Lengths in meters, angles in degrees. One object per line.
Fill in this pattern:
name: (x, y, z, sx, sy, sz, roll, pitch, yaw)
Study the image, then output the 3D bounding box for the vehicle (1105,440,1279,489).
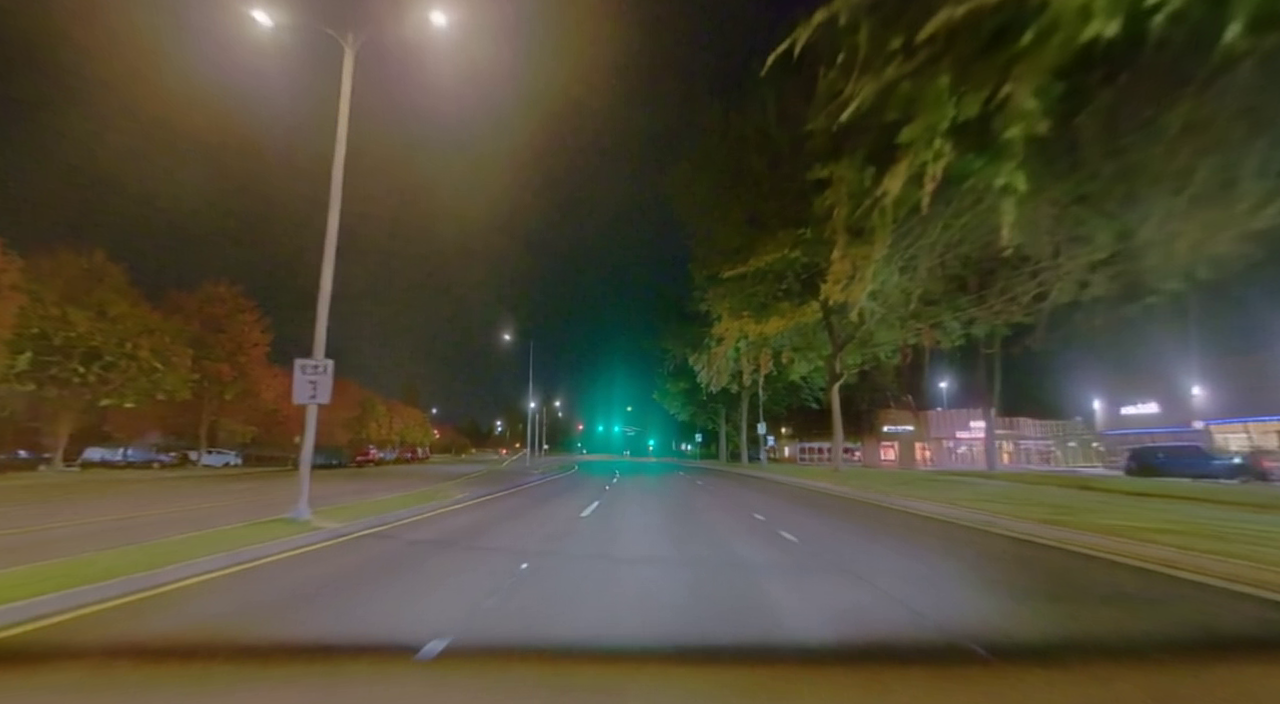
vehicle: (25.329, 5.130, 29.112, 2.337, 1.969, 5.826, 6, -10, -22)
